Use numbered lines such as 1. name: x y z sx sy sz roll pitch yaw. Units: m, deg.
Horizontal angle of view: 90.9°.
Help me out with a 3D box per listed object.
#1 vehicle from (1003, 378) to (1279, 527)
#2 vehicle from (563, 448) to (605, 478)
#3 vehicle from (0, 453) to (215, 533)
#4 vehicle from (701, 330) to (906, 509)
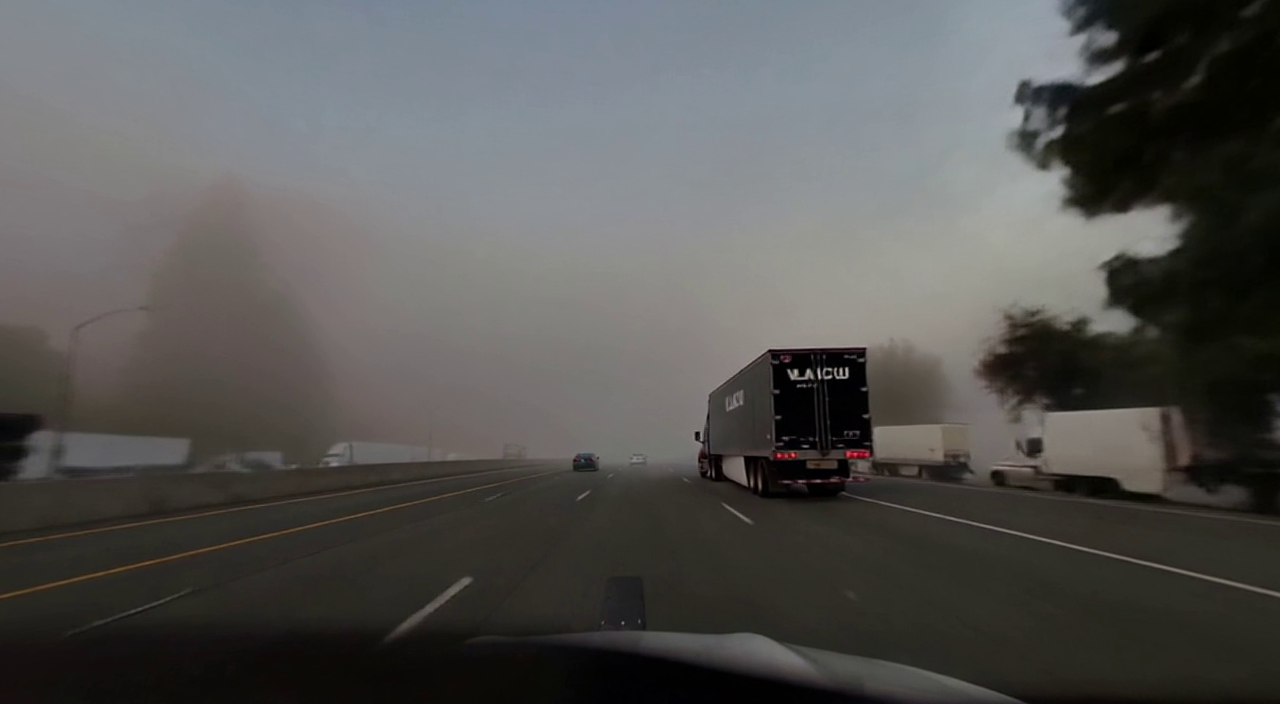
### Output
1. vehicle: 18.632 3.602 22.531 2.828 3.967 14.191 2 -9 0
2. vehicle: -3.291 6.599 37.667 2.107 1.626 4.804 0 -9 0
3. vehicle: -12.029 3.068 14.315 1.793 1.455 4.263 0 -9 0
4. vehicle: 4.395 2.612 21.518 2.847 4.075 14.244 0 -9 -1
